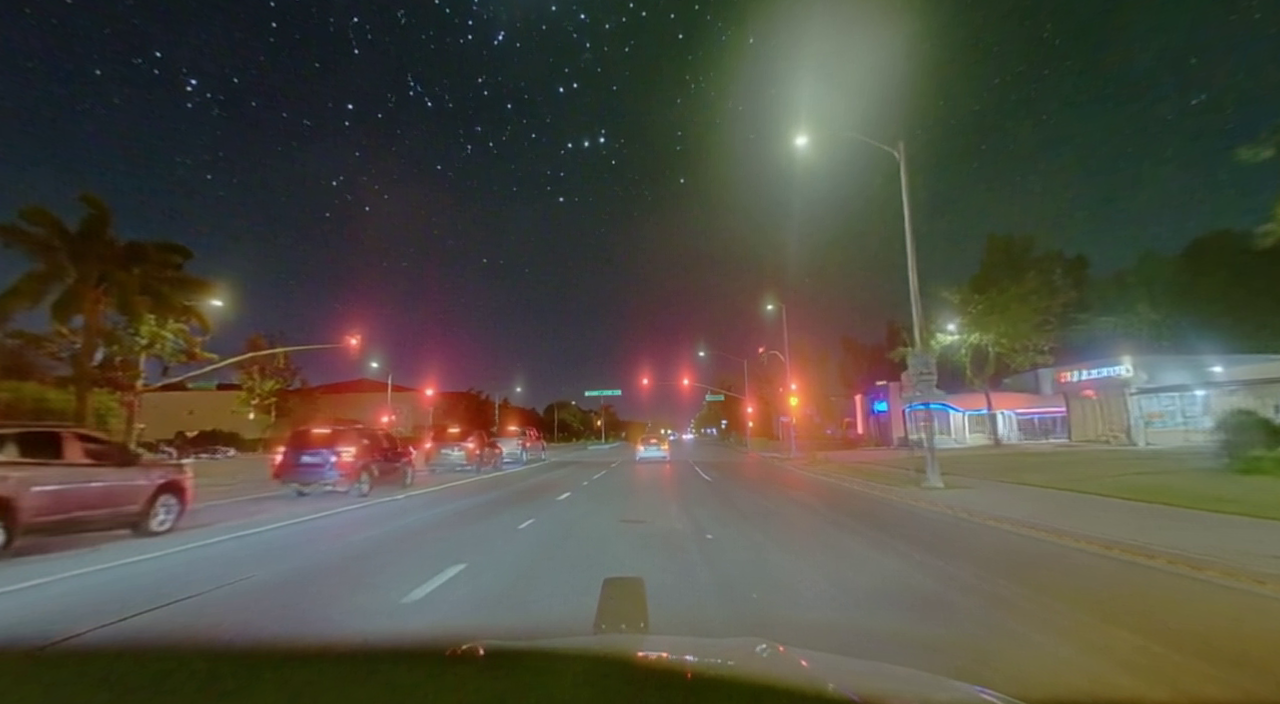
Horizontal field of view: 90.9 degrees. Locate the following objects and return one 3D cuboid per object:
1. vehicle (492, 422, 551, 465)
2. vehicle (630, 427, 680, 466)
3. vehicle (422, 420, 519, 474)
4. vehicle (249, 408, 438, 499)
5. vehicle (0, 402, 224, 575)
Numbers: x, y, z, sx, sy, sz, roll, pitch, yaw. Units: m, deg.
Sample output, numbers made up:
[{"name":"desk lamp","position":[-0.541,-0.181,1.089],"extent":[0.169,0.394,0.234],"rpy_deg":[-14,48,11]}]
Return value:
[{"name":"vehicle","position":[-6.121,4.801,33.181],"extent":[2.316,2.014,5.215],"rpy_deg":[0,-8,-3]},{"name":"vehicle","position":[0.753,4.473,29.864],"extent":[2.197,1.682,3.642],"rpy_deg":[0,-8,3]},{"name":"vehicle","position":[-6.391,3.680,24.476],"extent":[2.111,1.864,4.932],"rpy_deg":[-1,-8,4]},{"name":"vehicle","position":[-6.778,2.414,15.199],"extent":[1.951,1.809,4.917],"rpy_deg":[0,-8,3]},{"name":"vehicle","position":[-7.172,1.419,6.798],"extent":[2.121,1.630,4.642],"rpy_deg":[0,-8,1]}]
